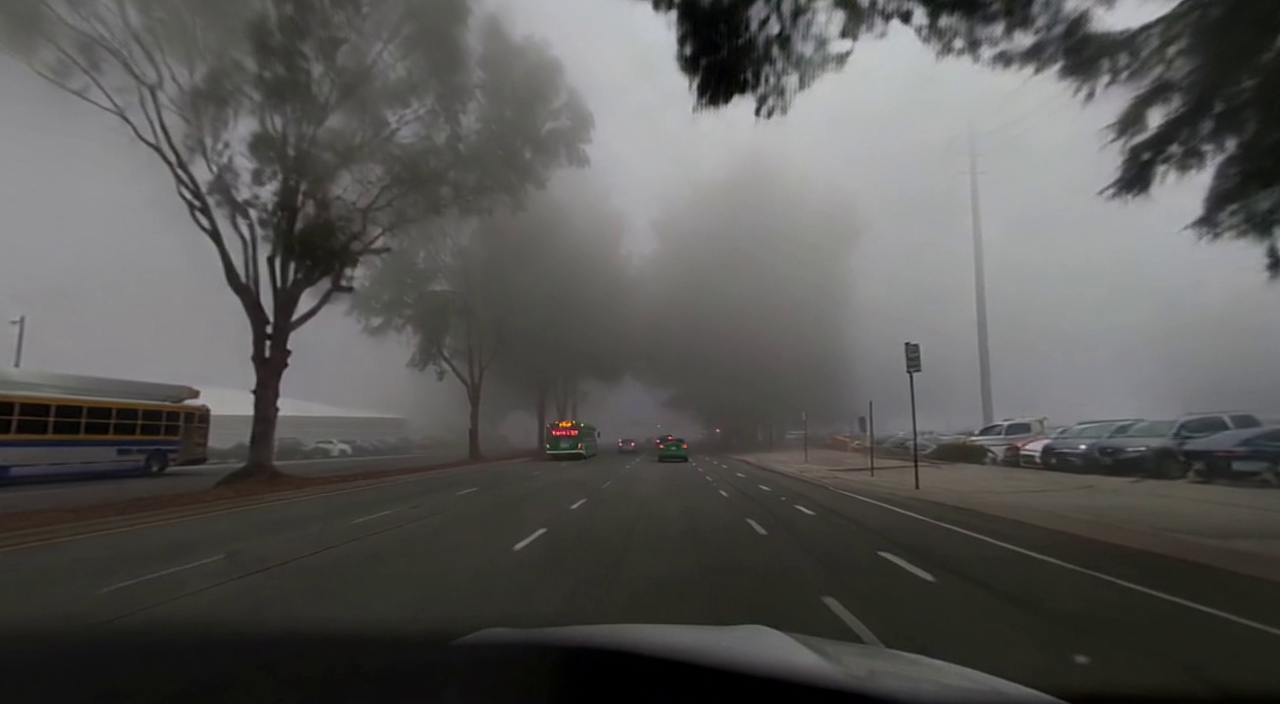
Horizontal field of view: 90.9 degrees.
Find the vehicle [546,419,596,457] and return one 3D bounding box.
[{"bbox_3d":[-4.918,6.342,45.950,2.485,2.556,6.363,-1,-9,4],"label":"vehicle"}]

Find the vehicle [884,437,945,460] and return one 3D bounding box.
[{"bbox_3d":[20.878,7.392,48.273,2.229,1.661,5.991,0,-9,3],"label":"vehicle"}]

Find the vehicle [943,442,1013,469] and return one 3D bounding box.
[{"bbox_3d":[20.139,6.175,37.827,1.849,1.466,4.831,-1,-9,4],"label":"vehicle"}]

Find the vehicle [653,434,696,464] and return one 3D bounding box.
[{"bbox_3d":[1.776,5.133,33.332,2.123,1.498,4.226,0,-9,2],"label":"vehicle"}]
